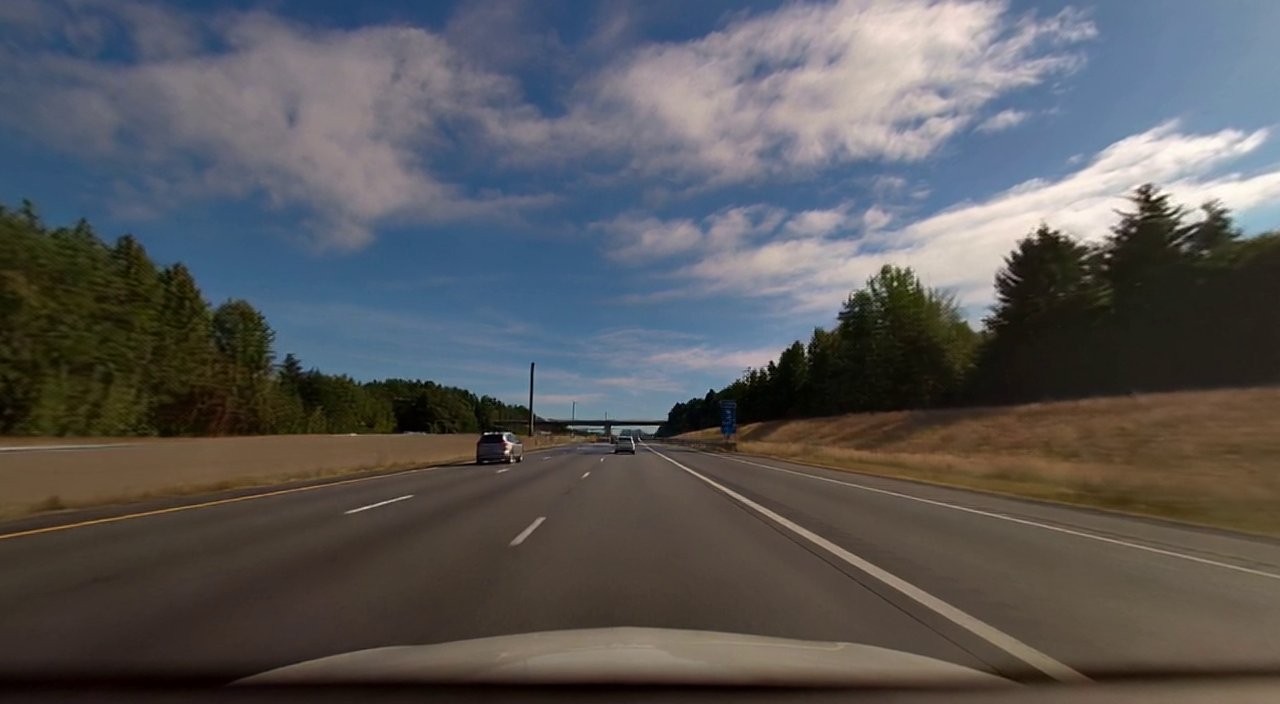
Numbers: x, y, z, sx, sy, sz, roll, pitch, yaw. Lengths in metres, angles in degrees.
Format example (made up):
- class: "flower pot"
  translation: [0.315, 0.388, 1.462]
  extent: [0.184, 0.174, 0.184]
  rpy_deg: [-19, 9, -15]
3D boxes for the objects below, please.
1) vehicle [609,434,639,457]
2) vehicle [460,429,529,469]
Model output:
- class: "vehicle"
  translation: [-1.089, 6.527, 44.085]
  extent: [2.010, 1.534, 4.013]
  rpy_deg: [0, -8, -1]
- class: "vehicle"
  translation: [-6.588, 4.430, 28.990]
  extent: [2.111, 1.689, 4.505]
  rpy_deg: [0, -8, 0]
